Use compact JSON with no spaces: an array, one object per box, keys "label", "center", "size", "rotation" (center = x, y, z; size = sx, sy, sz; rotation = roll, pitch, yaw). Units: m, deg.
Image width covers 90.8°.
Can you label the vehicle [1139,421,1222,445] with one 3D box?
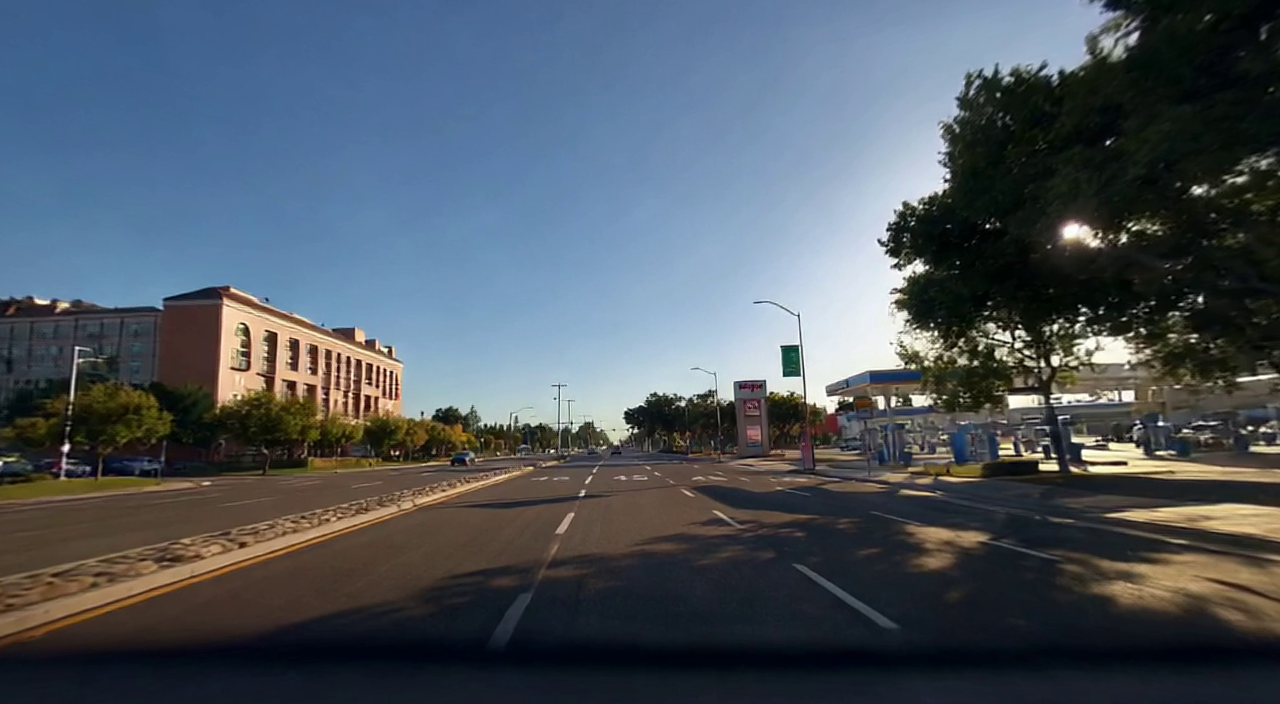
[{"label":"vehicle","center":[40.456,6.114,47.449],"size":[1.889,1.699,4.777],"rotation":[0,-8,-1]}]

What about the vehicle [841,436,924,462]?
[{"label":"vehicle","center":[15.722,6.319,41.059],"size":[4.548,1.568,1.953],"rotation":[0,-10,-2]}]

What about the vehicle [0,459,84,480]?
[{"label":"vehicle","center":[-47.027,9.197,49.765],"size":[2.009,1.408,4.847],"rotation":[-3,-9,1]}]
